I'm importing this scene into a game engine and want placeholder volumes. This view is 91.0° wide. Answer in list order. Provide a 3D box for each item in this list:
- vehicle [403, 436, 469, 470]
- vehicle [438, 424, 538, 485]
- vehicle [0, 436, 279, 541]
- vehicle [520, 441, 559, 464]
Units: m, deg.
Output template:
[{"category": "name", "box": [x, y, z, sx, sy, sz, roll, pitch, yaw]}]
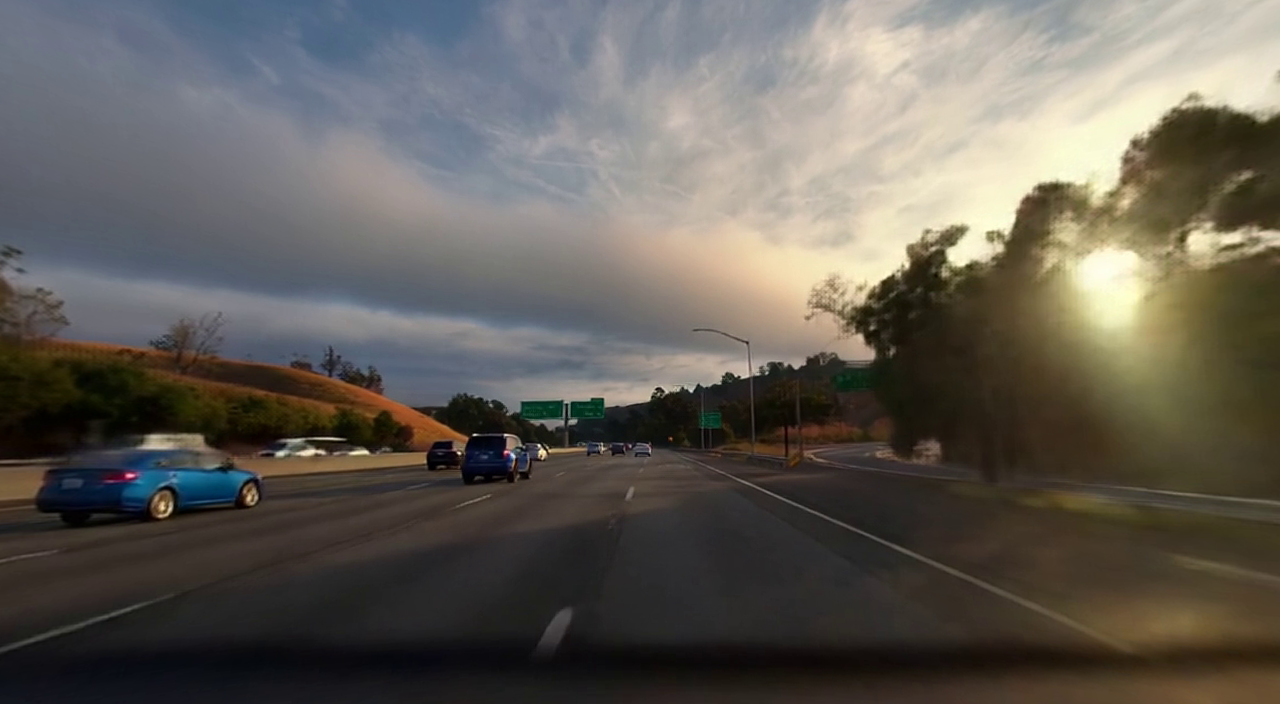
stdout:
[{"category": "vehicle", "box": [-11.794, 5.878, 36.775, 2.079, 1.822, 4.893, 0, -9, 2]}, {"category": "vehicle", "box": [-5.364, 3.704, 22.990, 2.219, 1.947, 4.924, 0, -9, 2]}, {"category": "vehicle", "box": [-9.232, 2.371, 11.707, 1.984, 1.508, 4.935, 0, -9, 2]}, {"category": "vehicle", "box": [-7.578, 7.593, 47.688, 2.069, 1.636, 4.483, 0, -9, 2]}]
